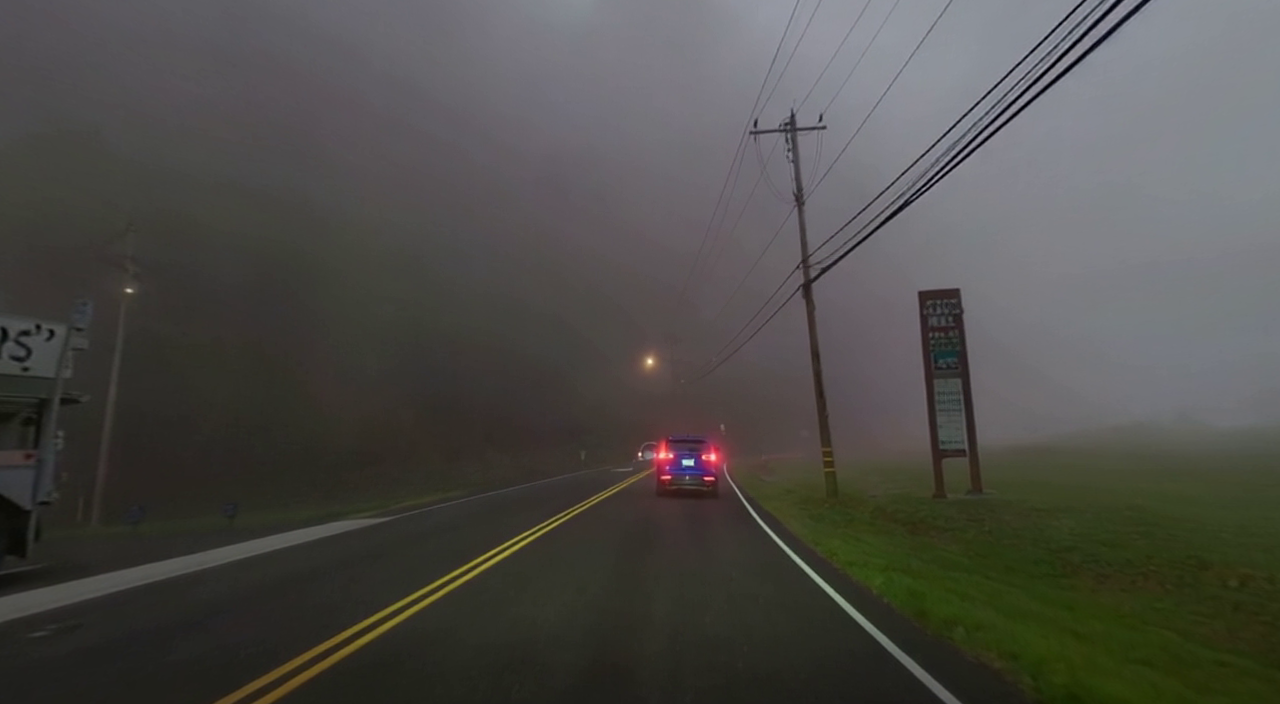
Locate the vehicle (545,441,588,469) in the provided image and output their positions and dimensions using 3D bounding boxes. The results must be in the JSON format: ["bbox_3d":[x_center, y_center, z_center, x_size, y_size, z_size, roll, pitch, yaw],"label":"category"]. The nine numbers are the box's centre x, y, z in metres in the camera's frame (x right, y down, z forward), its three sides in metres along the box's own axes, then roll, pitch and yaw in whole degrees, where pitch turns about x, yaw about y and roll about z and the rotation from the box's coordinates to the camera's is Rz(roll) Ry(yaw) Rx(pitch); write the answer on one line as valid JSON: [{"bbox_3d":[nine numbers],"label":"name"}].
[{"bbox_3d":[-5.603,7.697,47.375,2.668,1.981,5.575,2,-9,-12],"label":"vehicle"}]

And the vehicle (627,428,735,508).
[{"bbox_3d":[0.845,2.510,14.026,2.081,1.503,3.726,0,-8,2],"label":"vehicle"}]
